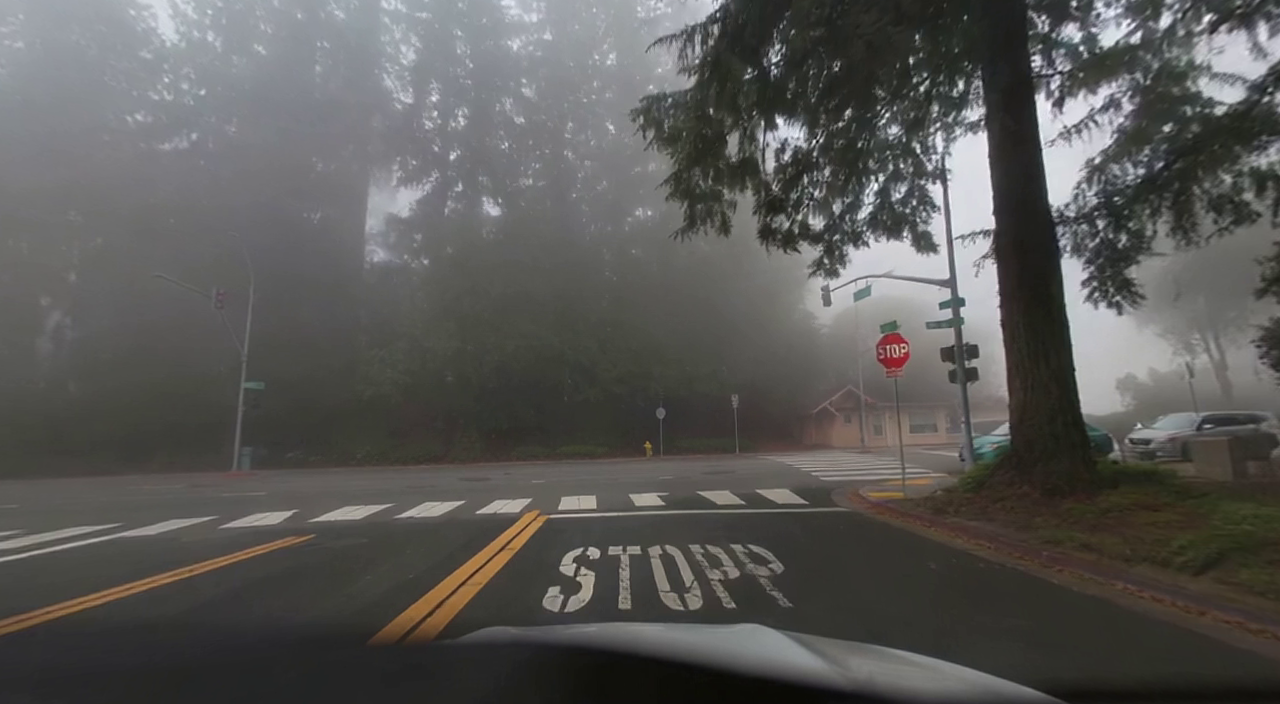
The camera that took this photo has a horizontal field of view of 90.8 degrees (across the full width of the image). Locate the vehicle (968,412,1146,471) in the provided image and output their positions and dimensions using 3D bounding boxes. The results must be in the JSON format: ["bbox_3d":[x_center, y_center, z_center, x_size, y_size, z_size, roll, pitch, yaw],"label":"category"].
[{"bbox_3d":[12.902,2.787,19.707,4.208,1.685,2.014,1,-8,-7],"label":"vehicle"}]
